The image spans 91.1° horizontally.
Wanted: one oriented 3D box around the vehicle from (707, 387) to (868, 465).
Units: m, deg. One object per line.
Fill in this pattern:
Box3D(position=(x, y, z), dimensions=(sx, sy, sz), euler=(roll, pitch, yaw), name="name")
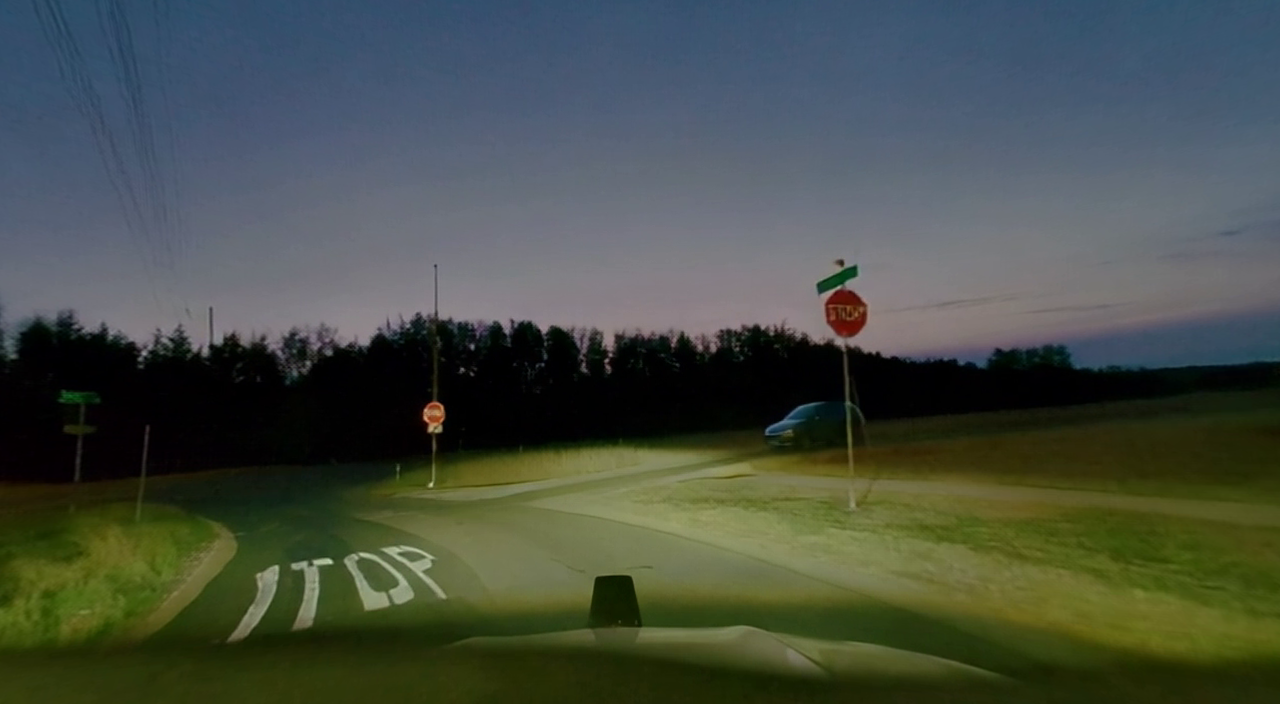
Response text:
Box3D(position=(4.440, 2.168, 18.786), dimensions=(4.403, 1.574, 1.914), euler=(-6, -4, -31), name="vehicle")
